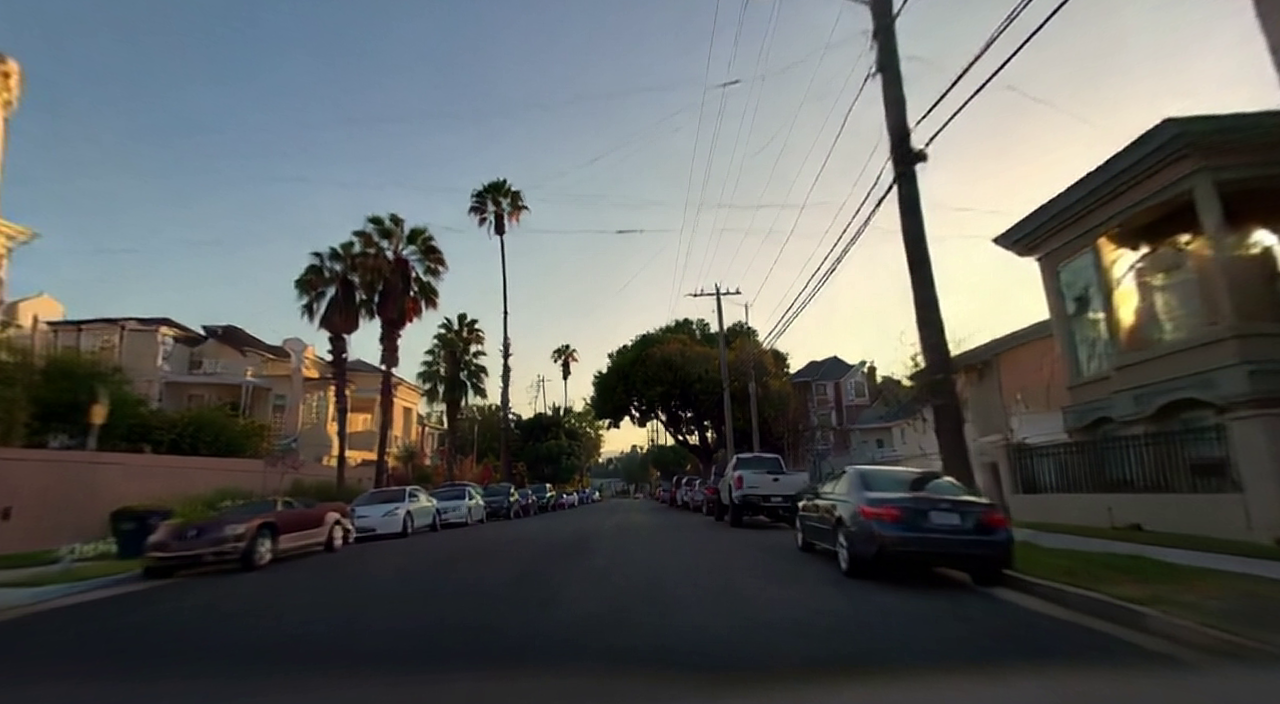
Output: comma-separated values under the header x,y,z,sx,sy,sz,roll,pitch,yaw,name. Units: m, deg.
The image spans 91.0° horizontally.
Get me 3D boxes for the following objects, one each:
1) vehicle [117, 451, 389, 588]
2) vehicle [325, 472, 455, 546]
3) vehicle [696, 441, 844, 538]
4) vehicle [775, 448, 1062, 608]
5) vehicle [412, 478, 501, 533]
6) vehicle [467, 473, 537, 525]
x,y,z,sx,sy,sz,roll,pitch,yaw,name
-6.506,2.773,11.531,1.933,1.824,5.142,0,-8,-3,vehicle
-6.562,4.131,17.107,1.841,1.491,4.525,0,-8,-2,vehicle
2.948,3.269,16.059,2.268,1.953,6.124,0,-8,-2,vehicle
3.062,1.962,7.962,1.756,1.455,3.965,0,-8,-1,vehicle
-6.356,5.340,22.359,1.874,1.449,4.622,0,-8,-2,vehicle
-6.214,6.665,28.991,2.349,1.952,4.848,0,-8,-3,vehicle
